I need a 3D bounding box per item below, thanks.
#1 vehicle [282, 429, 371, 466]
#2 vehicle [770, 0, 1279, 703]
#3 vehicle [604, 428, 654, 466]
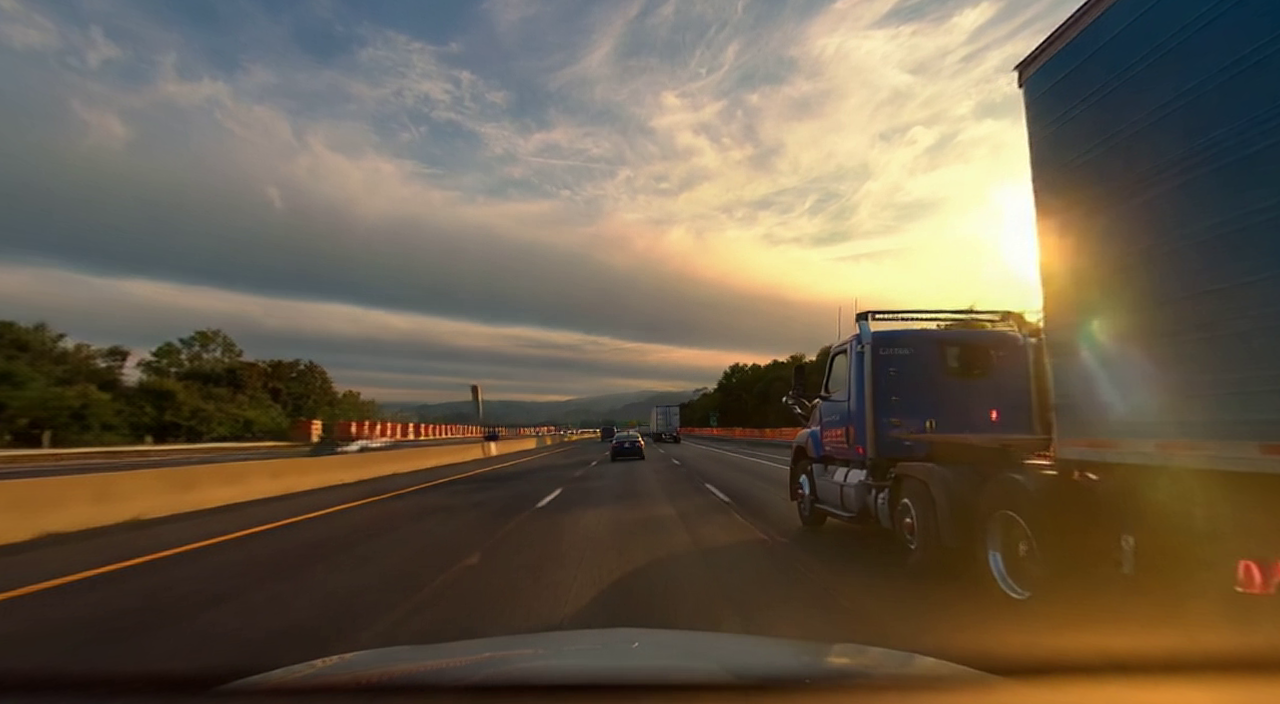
[{"bbox_3d":[-12.969,3.964,26.373,1.755,1.440,3.891,0,-7,-1],"label":"vehicle"},{"bbox_3d":[3.480,0.021,3.514,2.919,3.634,10.888,0,-8,-2],"label":"vehicle"},{"bbox_3d":[-0.474,3.896,26.132,1.929,1.469,3.677,0,-7,-1],"label":"vehicle"}]
